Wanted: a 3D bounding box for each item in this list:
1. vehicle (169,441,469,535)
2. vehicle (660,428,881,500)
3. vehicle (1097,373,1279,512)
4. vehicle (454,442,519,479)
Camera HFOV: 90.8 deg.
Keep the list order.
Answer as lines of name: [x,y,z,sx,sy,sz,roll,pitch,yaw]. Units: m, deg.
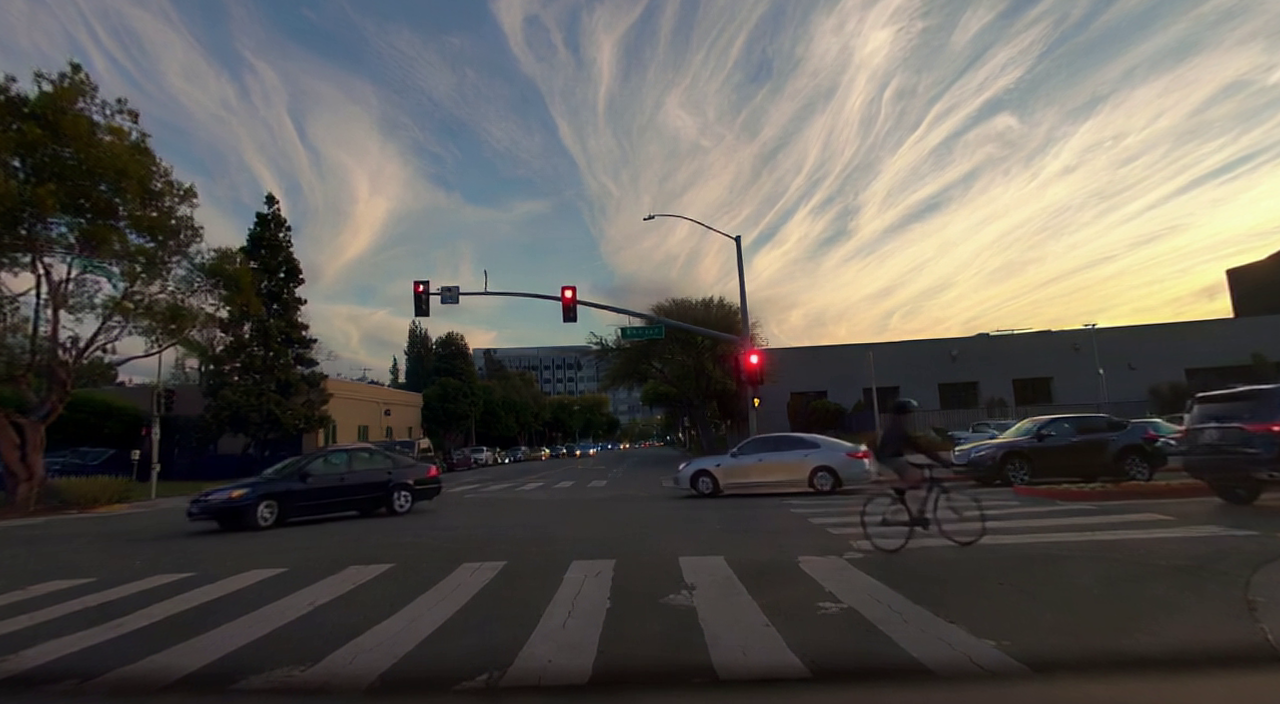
vehicle: [-5.692,2.384,11.649,4.533,1.419,1.755,5,-10,-30]
vehicle: [2.656,2.425,13.700,4.385,1.419,1.855,-1,-10,3]
vehicle: [10.149,1.252,9.234,5.122,1.781,2.098,-2,-9,3]
vehicle: [-7.022,4.992,29.316,2.024,1.470,4.153,-3,-9,-1]
